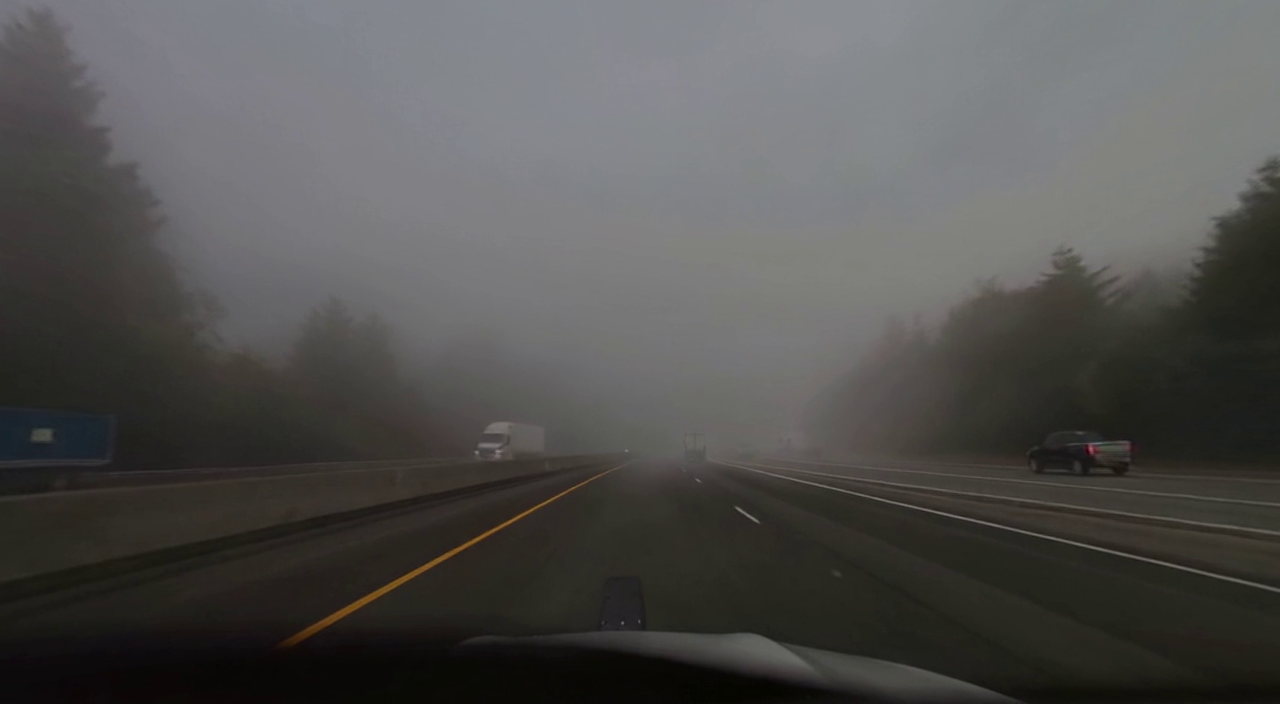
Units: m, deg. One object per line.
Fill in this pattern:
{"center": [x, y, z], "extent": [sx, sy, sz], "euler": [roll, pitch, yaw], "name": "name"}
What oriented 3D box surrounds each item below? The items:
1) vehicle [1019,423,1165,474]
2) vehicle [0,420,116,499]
{"center": [17.559, 3.801, 24.830], "extent": [2.061, 1.776, 4.476], "euler": [1, -9, -7], "name": "vehicle"}
{"center": [-28.504, 4.919, 28.977], "extent": [2.902, 3.325, 6.480], "euler": [-1, -9, 2], "name": "vehicle"}
